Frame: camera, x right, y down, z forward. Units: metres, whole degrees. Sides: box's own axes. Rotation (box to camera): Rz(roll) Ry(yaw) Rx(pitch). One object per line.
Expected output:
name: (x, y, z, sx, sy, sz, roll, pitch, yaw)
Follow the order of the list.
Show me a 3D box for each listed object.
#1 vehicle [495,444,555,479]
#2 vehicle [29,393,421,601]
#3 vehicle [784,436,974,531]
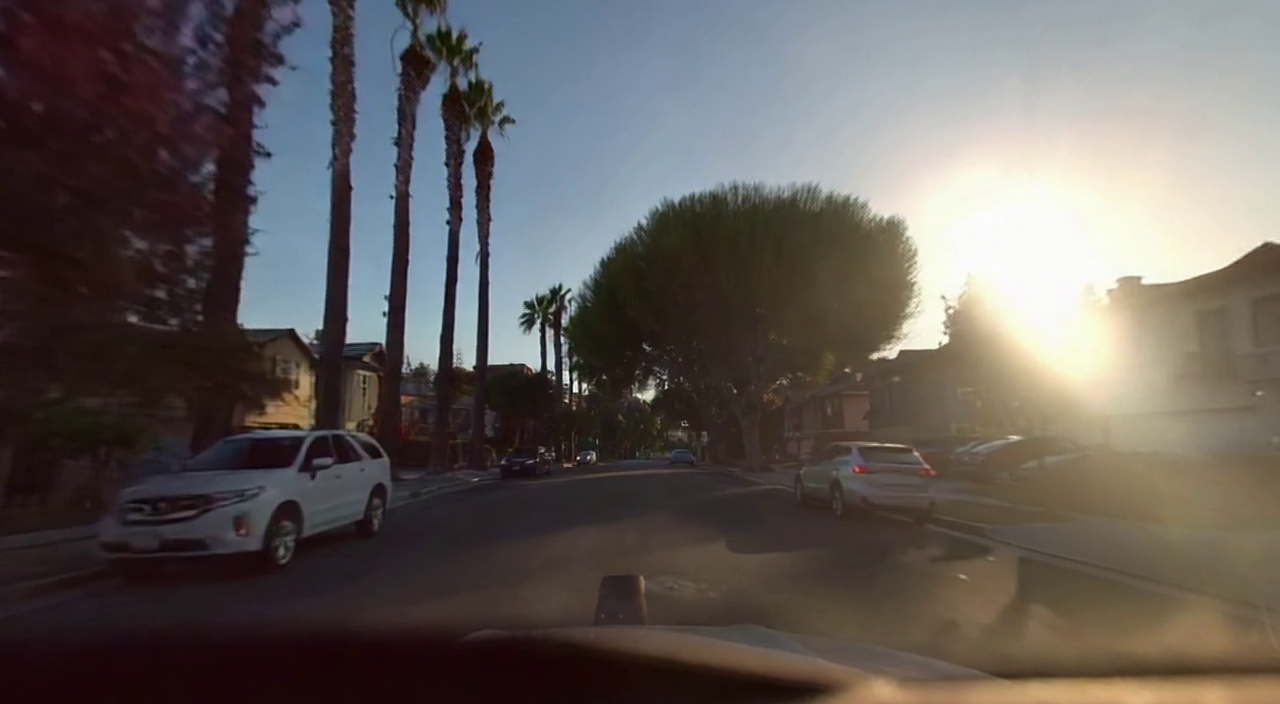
vehicle: (-5.507, 5.306, 30.951, 2.079, 1.486, 4.877, -3, -8, -1)
vehicle: (-4.835, 1.760, 8.634, 2.149, 1.877, 5.082, -2, -9, -3)
vehicle: (4.504, 2.533, 12.822, 1.991, 1.554, 4.501, 0, -9, -2)
